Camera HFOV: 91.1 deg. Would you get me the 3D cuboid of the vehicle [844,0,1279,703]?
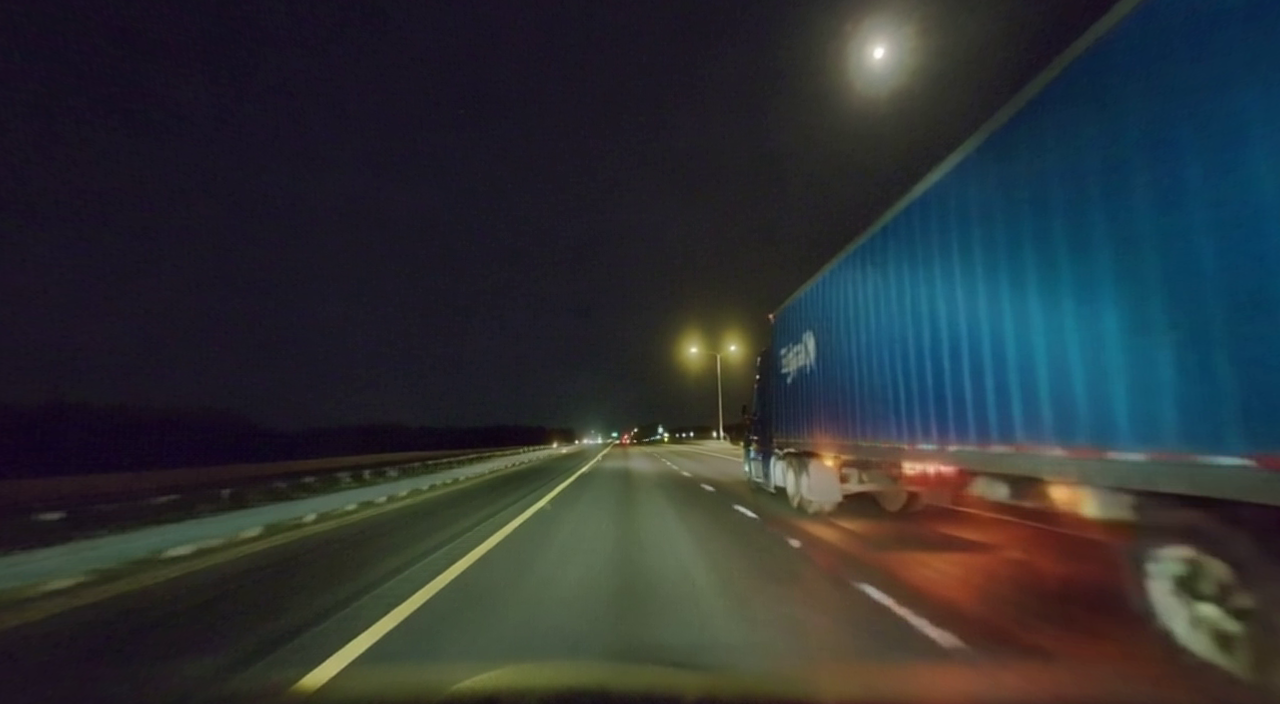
[{"bbox_3d":[4.166,-0.128,3.703,2.888,3.866,8.380,0,-8,-1],"label":"vehicle"}]
